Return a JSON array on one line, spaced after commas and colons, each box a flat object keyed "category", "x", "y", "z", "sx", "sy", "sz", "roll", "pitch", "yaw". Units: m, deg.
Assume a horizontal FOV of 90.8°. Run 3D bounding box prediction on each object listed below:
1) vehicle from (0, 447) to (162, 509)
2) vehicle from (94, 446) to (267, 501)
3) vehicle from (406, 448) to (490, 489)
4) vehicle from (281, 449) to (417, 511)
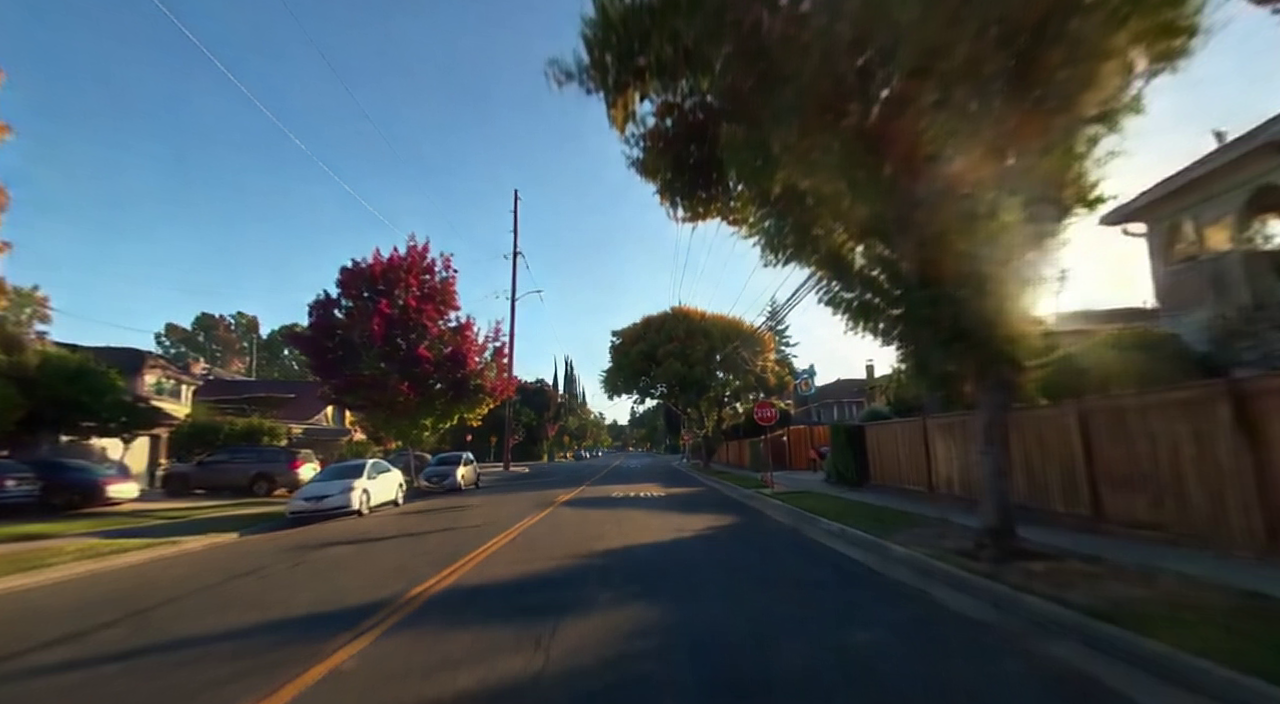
[{"category": "vehicle", "x": -17.983, "y": 3.837, "z": 19.509, "sx": 4.539, "sy": 1.737, "sz": 2.098, "roll": 2, "pitch": -9, "yaw": -14}, {"category": "vehicle", "x": -16.232, "y": 4.281, "z": 22.575, "sx": 4.364, "sy": 1.802, "sz": 2.122, "roll": 1, "pitch": -8, "yaw": -8}, {"category": "vehicle", "x": -8.494, "y": 5.160, "z": 28.338, "sx": 2.047, "sy": 1.679, "sz": 3.948, "roll": -1, "pitch": -9, "yaw": 8}, {"category": "vehicle", "x": -8.541, "y": 3.749, "z": 19.010, "sx": 1.950, "sy": 1.627, "sz": 4.027, "roll": -1, "pitch": -8, "yaw": 4}]
